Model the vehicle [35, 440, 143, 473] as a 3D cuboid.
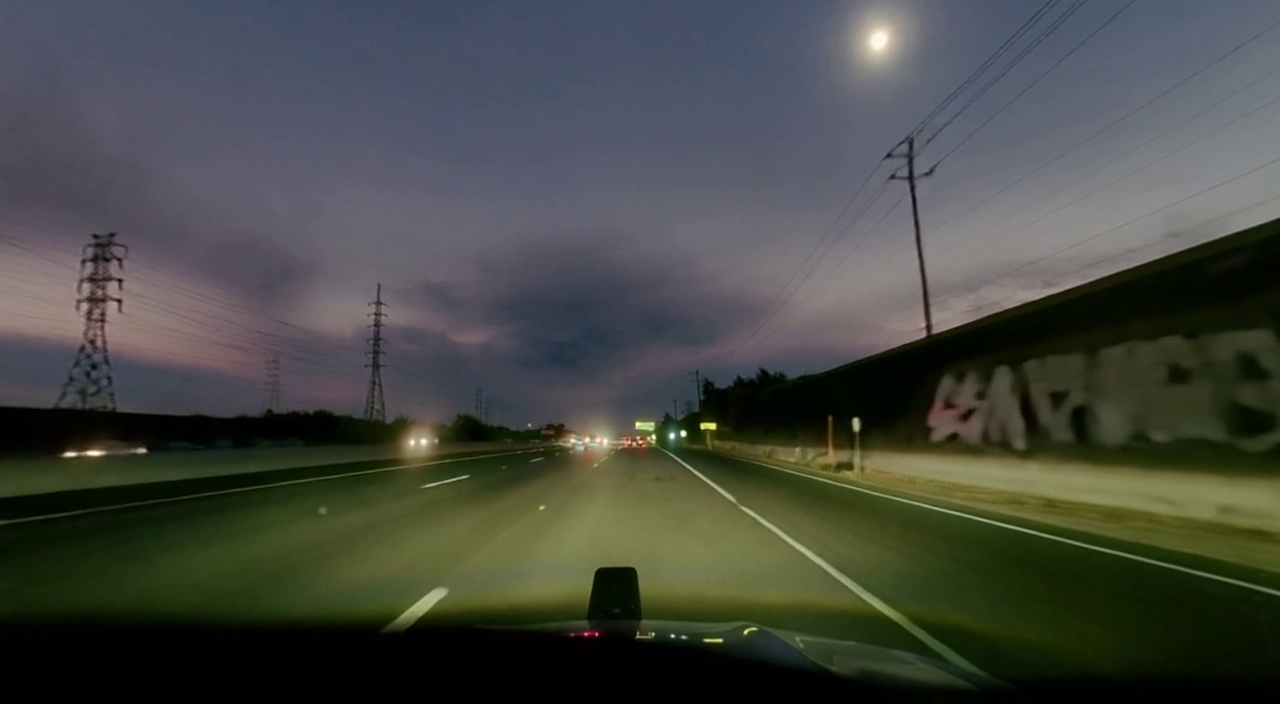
[{"bbox_3d":[-27.910,5.276,32.106,1.832,1.541,4.111,1,-7,-2],"label":"vehicle"}]
